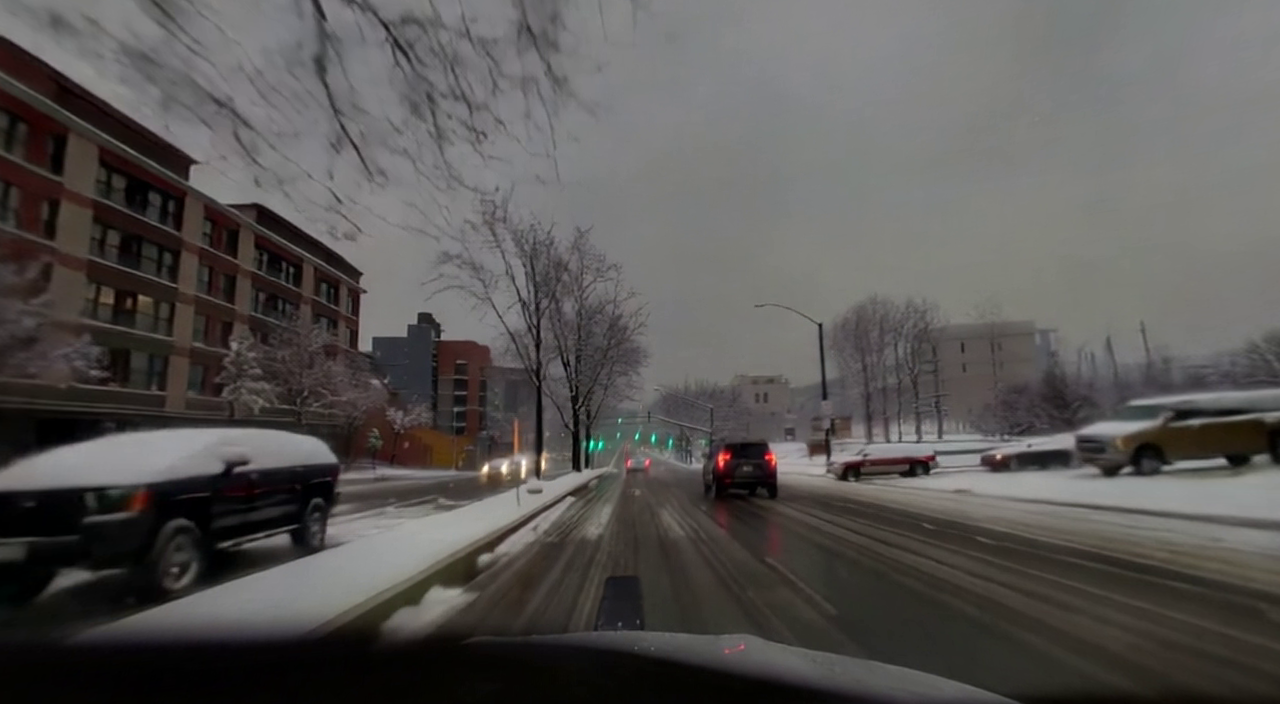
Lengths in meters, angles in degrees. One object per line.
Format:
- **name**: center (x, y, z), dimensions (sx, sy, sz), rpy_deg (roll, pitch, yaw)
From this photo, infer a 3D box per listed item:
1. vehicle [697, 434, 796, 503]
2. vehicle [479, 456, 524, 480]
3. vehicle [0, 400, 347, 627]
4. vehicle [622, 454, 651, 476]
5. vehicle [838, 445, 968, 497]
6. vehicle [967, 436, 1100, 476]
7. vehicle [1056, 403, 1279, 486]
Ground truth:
- **vehicle**: center (3.108, 3.536, 19.640), dimensions (2.129, 1.844, 4.767), rpy_deg (0, -8, -1)
- **vehicle**: center (-9.286, 7.780, 42.567), dimensions (1.905, 1.451, 4.425), rpy_deg (-1, -8, 2)
- **vehicle**: center (-5.500, 1.662, 7.503), dimensions (2.080, 1.857, 4.456), rpy_deg (0, -8, -3)
- **vehicle**: center (-0.292, 8.492, 47.785), dimensions (2.059, 1.492, 4.033), rpy_deg (0, -8, -2)
- **vehicle**: center (8.639, 3.921, 21.361), dimensions (1.940, 1.512, 5.129), rpy_deg (0, -8, -3)
- **vehicle**: center (16.924, 4.469, 27.308), dimensions (4.612, 1.632, 1.858), rpy_deg (1, -8, -6)
- **vehicle**: center (16.384, 2.935, 19.819), dimensions (2.519, 2.191, 5.821), rpy_deg (0, -9, -2)
